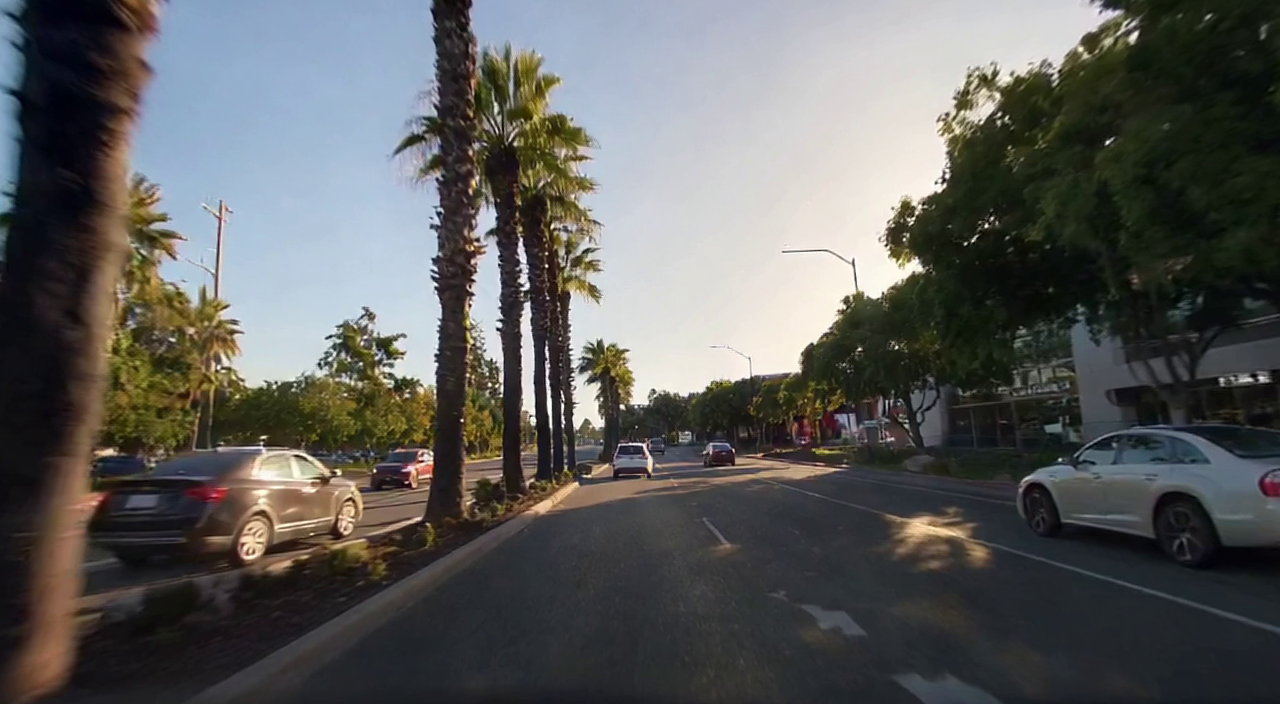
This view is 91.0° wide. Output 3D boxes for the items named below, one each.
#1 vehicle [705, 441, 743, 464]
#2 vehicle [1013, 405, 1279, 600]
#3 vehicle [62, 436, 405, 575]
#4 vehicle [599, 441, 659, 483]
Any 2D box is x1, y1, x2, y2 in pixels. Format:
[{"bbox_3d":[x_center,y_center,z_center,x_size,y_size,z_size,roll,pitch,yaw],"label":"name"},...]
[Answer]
[{"bbox_3d":[5.793,6.983,43.953,1.970,1.461,4.267,0,-8,-2],"label":"vehicle"},{"bbox_3d":[6.408,1.533,7.061,1.949,1.647,3.894,0,-8,-1],"label":"vehicle"},{"bbox_3d":[-5.183,1.966,8.998,1.900,1.458,4.465,0,-8,0],"label":"vehicle"},{"bbox_3d":[-0.382,3.928,22.792,1.970,1.402,3.756,0,-8,-1],"label":"vehicle"}]
